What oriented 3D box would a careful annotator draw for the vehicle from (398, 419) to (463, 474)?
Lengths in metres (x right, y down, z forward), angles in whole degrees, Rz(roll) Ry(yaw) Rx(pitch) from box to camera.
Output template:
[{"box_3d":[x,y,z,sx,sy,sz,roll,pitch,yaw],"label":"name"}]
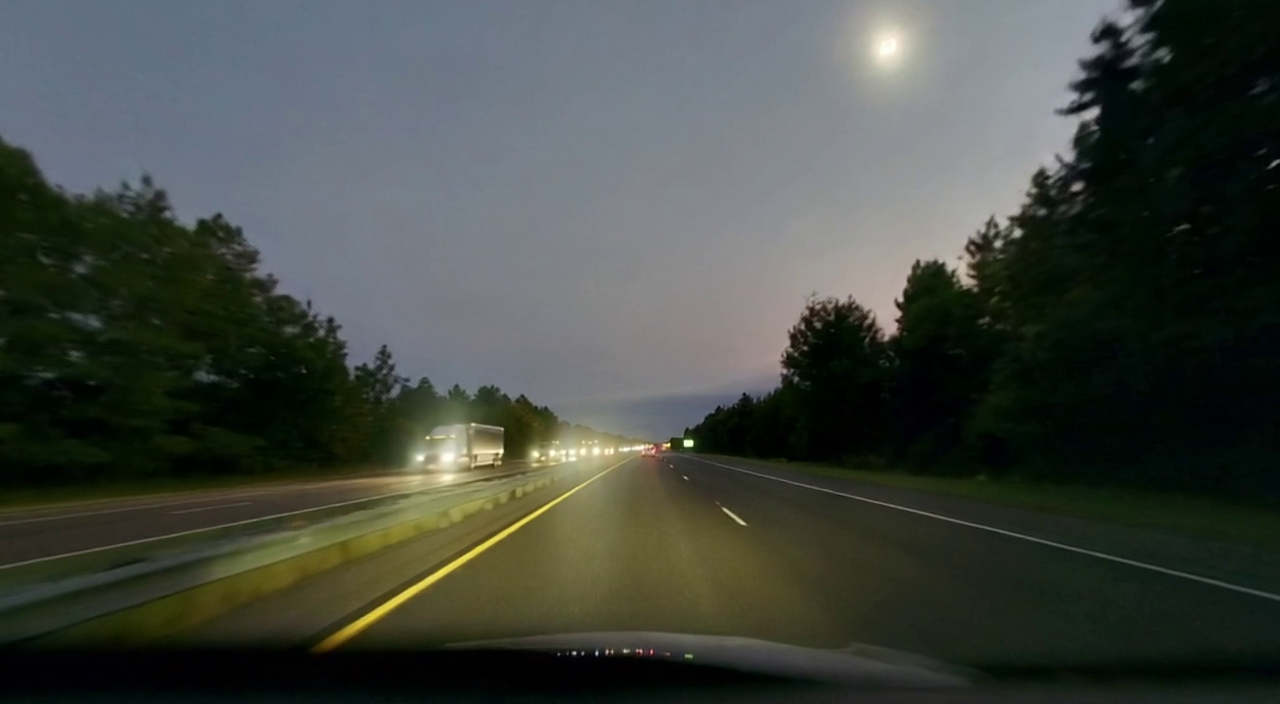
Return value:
[{"box_3d":[-16.359,7.481,49.755,2.761,3.994,6.240,0,-9,1],"label":"vehicle"}]
